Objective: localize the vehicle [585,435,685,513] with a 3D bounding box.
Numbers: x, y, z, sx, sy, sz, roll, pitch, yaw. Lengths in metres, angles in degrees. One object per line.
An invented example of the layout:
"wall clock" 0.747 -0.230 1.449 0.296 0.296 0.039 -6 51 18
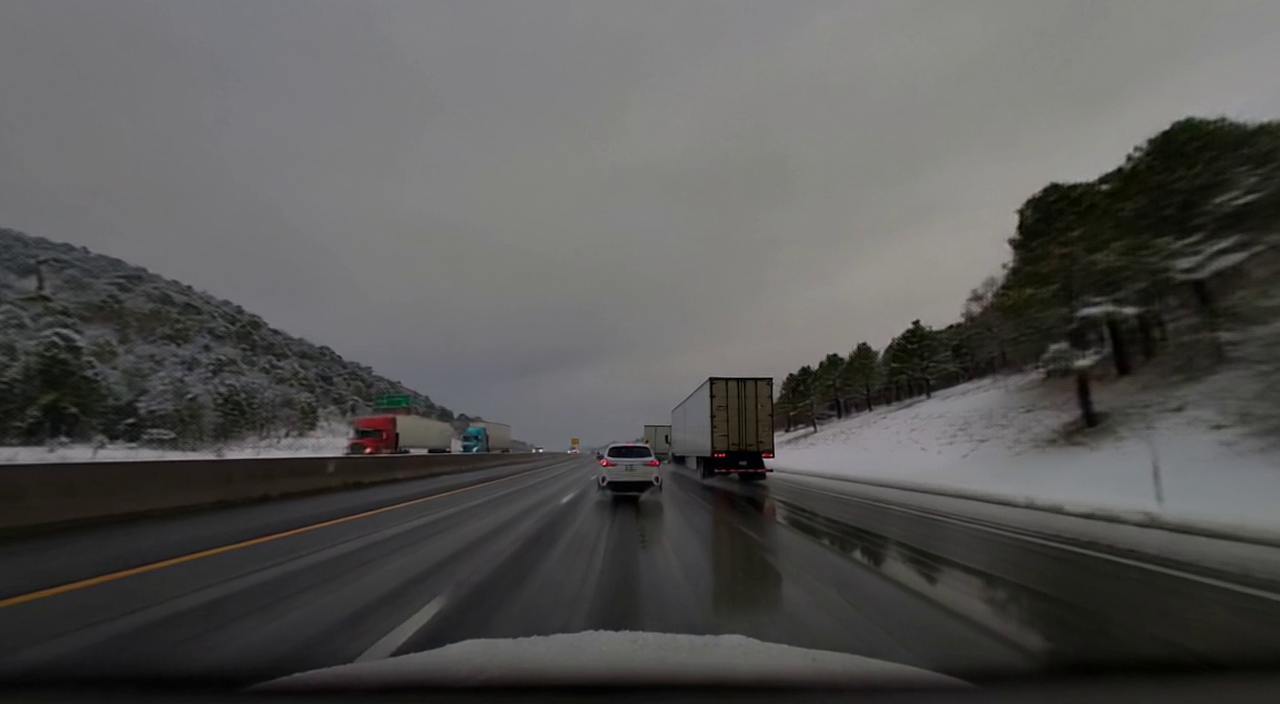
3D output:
"vehicle" -0.122 2.878 15.266 2.109 1.639 3.768 0 -9 -1

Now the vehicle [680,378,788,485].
"vehicle" 3.971 4.084 30.833 2.812 4.024 14.098 0 -9 -1

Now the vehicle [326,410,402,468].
"vehicle" -20.202 6.482 46.622 2.977 3.953 5.858 0 -9 -1
